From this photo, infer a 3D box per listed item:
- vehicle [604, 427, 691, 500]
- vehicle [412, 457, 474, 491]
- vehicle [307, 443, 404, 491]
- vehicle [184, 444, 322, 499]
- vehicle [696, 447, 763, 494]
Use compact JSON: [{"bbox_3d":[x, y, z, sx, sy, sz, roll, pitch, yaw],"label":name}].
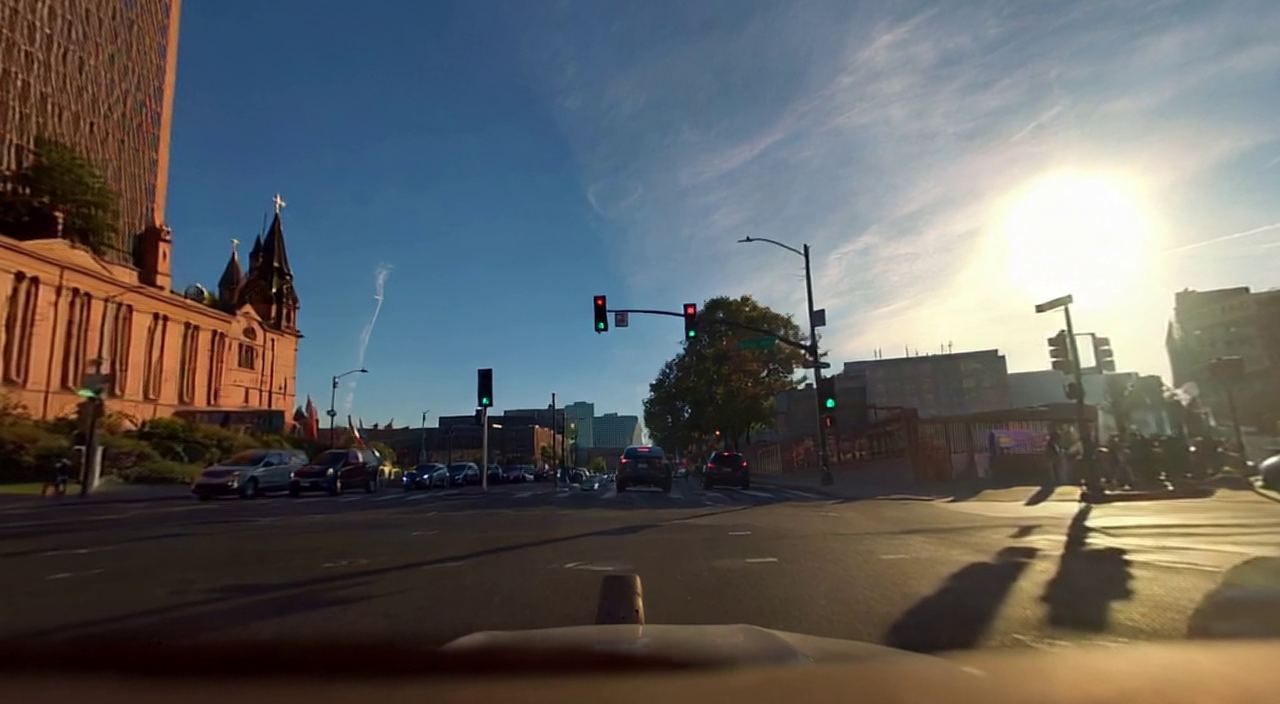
[{"bbox_3d":[0.160,3.080,17.797,2.168,1.776,4.135,0,-9,-1],"label":"vehicle"},{"bbox_3d":[-11.410,7.049,36.881,2.170,1.746,4.565,0,-9,-1],"label":"vehicle"},{"bbox_3d":[-11.832,4.914,26.648,2.069,1.790,4.358,-1,-12,-1],"label":"vehicle"},{"bbox_3d":[-14.954,4.738,24.905,1.969,1.896,5.404,-1,-11,0],"label":"vehicle"},{"bbox_3d":[3.709,4.988,27.065,2.080,1.735,4.650,3,-9,0],"label":"vehicle"}]
